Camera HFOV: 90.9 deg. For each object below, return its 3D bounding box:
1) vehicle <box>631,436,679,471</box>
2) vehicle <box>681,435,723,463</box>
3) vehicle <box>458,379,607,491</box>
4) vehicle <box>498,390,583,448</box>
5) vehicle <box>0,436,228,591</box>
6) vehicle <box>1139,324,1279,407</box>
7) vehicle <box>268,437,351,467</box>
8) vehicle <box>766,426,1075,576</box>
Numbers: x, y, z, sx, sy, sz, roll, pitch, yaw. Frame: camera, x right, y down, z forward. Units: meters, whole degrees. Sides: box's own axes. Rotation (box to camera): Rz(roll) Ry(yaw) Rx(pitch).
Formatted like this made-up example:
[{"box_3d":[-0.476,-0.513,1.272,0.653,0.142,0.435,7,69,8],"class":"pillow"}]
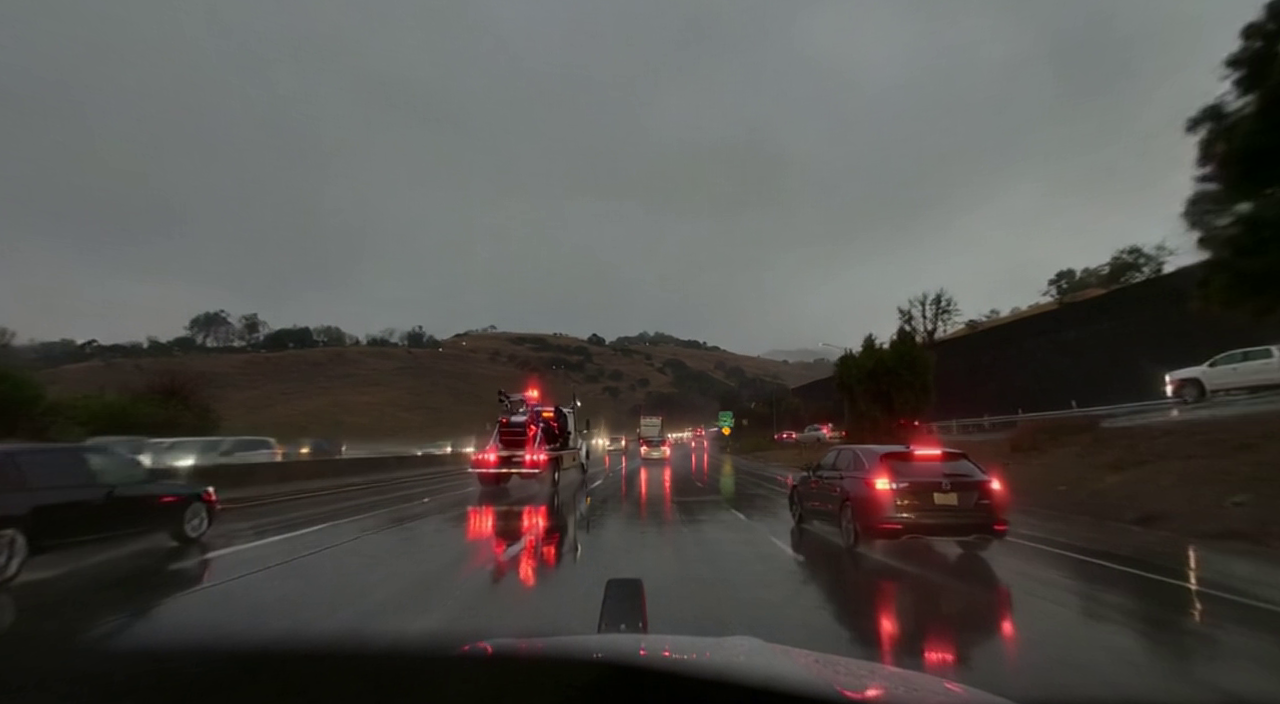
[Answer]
[{"box_3d":[0.683,4.638,29.070,2.079,1.499,3.915,0,-8,1],"class":"vehicle"},{"box_3d":[3.775,6.025,39.306,2.075,1.614,4.682,0,-8,-1],"class":"vehicle"},{"box_3d":[-3.108,2.930,21.803,3.162,2.955,10.282,0,-8,1],"class":"vehicle"},{"box_3d":[-3.089,2.285,20.618,1.893,1.674,4.766,0,-8,1],"class":"vehicle"},{"box_3d":[-6.763,1.539,6.239,1.964,1.395,4.948,0,-8,1],"class":"vehicle"},{"box_3d":[15.124,0.414,15.479,1.979,1.616,4.268,1,-8,-5],"class":"vehicle"},{"box_3d":[-19.310,5.844,37.107,2.219,1.653,4.501,0,-8,3],"class":"vehicle"},{"box_3d":[3.262,1.806,8.516,2.040,1.481,4.260,0,-8,-3],"class":"vehicle"}]
